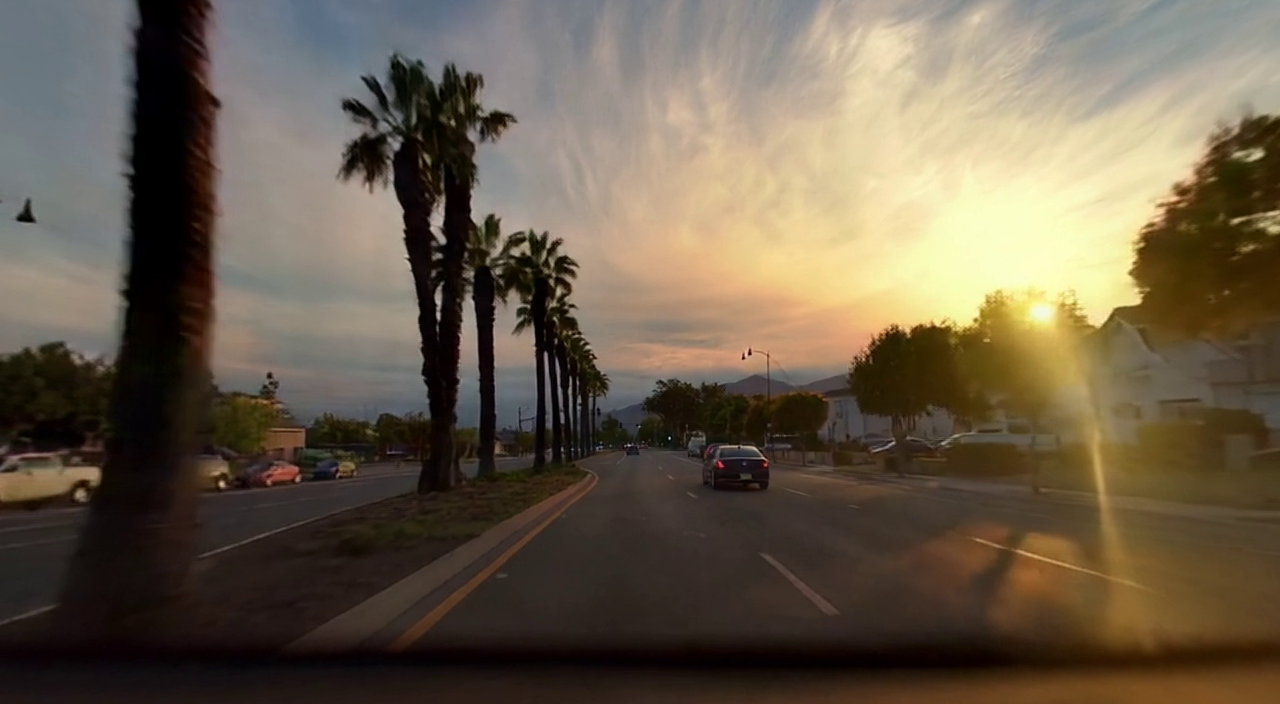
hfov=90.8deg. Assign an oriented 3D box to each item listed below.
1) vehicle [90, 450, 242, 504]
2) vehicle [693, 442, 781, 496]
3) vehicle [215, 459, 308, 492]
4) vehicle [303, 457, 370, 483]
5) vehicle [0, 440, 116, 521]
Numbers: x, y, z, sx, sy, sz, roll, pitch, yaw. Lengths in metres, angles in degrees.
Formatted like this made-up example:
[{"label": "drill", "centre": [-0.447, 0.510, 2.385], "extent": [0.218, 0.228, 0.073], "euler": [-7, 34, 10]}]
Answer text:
[{"label": "vehicle", "centre": [-19.208, 5.047, 26.056], "extent": [2.056, 1.946, 5.498], "euler": [0, -9, -1]}, {"label": "vehicle", "centre": [2.919, 3.660, 20.138], "extent": [1.989, 1.492, 4.689], "euler": [0, -9, -1]}, {"label": "vehicle", "centre": [-19.189, 6.254, 32.336], "extent": [1.836, 1.476, 4.950], "euler": [0, -9, -1]}, {"label": "vehicle", "centre": [-19.227, 7.470, 40.264], "extent": [1.897, 1.482, 4.707], "euler": [0, -9, 0]}, {"label": "vehicle", "centre": [-19.185, 3.801, 19.003], "extent": [2.344, 2.232, 5.170], "euler": [0, -9, -1]}]
